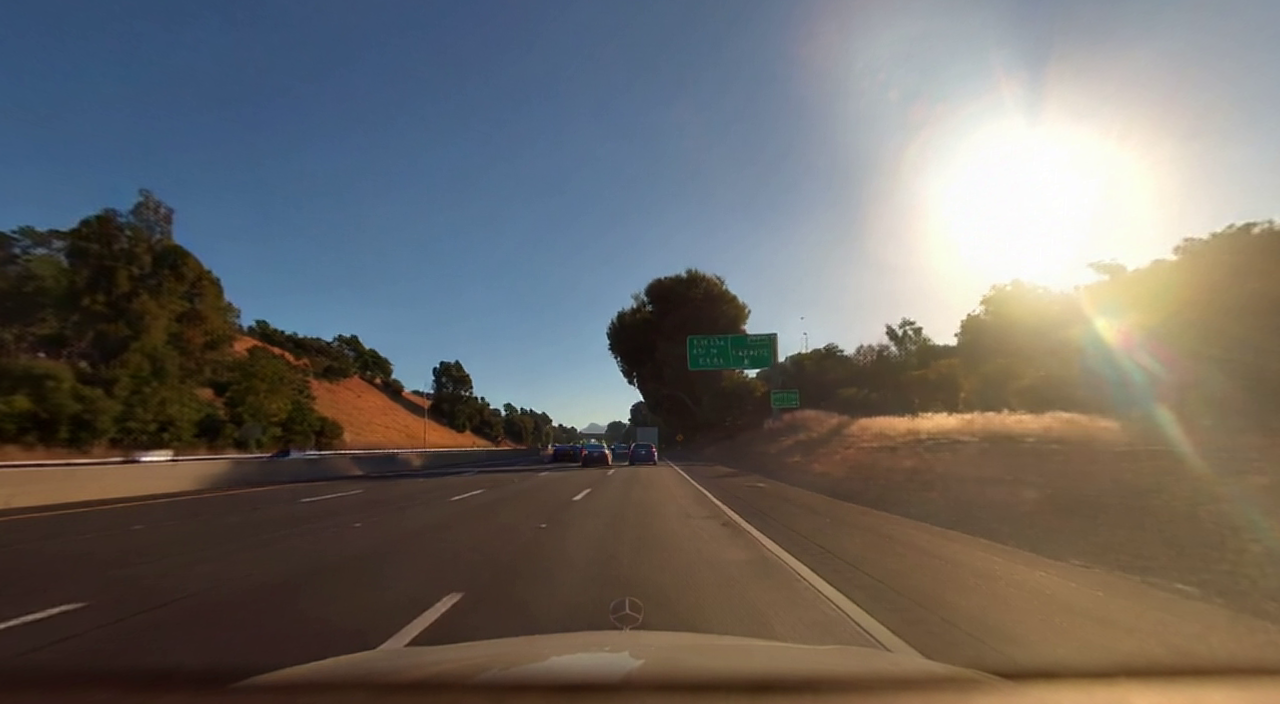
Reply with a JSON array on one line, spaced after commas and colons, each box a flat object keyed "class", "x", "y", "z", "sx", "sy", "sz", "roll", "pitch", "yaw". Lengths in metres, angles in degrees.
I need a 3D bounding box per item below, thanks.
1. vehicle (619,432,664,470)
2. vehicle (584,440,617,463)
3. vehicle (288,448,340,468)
[{"class": "vehicle", "x": 0.101, "y": 5.398, "z": 34.629, "sx": 2.309, "sy": 1.915, "sz": 5.130, "roll": 0, "pitch": -8, "yaw": 1}, {"class": "vehicle", "x": -2.931, "y": 7.520, "z": 47.817, "sx": 2.139, "sy": 1.589, "sz": 5.102, "roll": -1, "pitch": -8, "yaw": 1}, {"class": "vehicle", "x": -24.343, "y": 7.893, "z": 47.206, "sx": 1.826, "sy": 1.366, "sz": 3.839, "roll": 0, "pitch": -8, "yaw": 0}]
